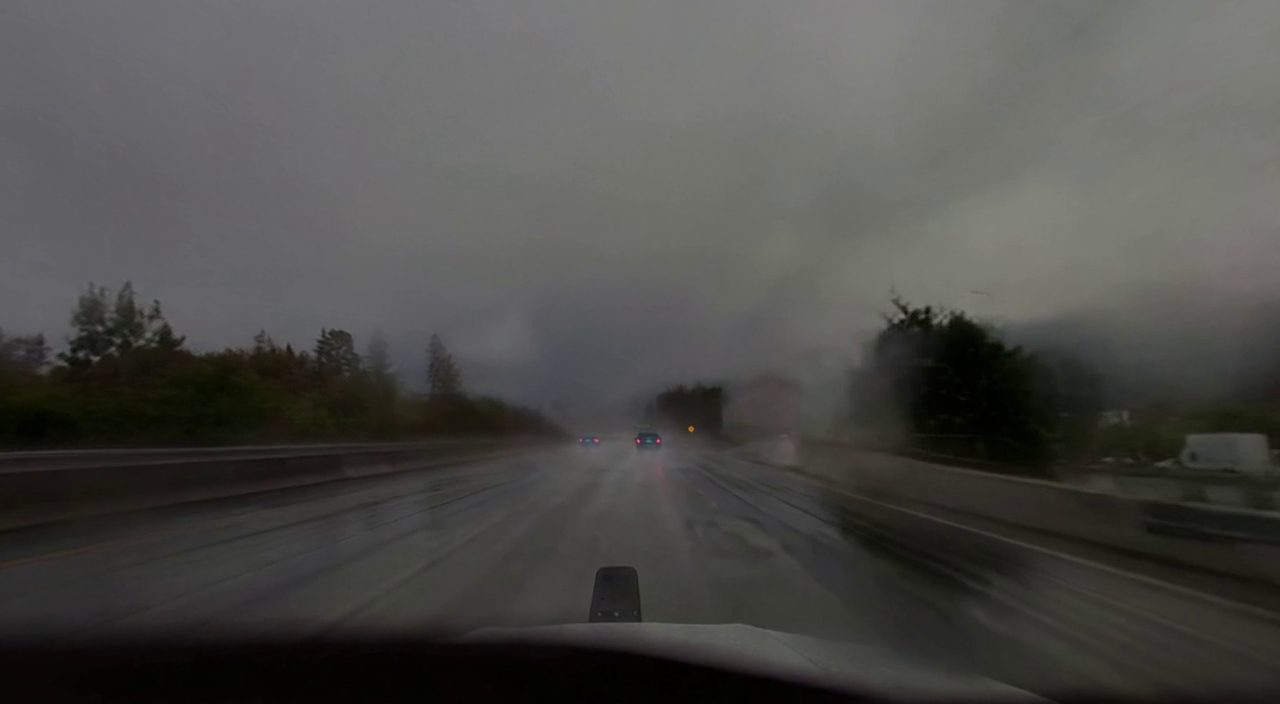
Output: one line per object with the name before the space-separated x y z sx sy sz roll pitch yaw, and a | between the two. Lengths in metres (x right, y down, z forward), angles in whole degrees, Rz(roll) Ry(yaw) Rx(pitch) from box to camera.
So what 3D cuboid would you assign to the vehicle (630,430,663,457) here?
vehicle | 0.390 5.953 41.044 2.041 1.618 3.898 0 -8 -1
